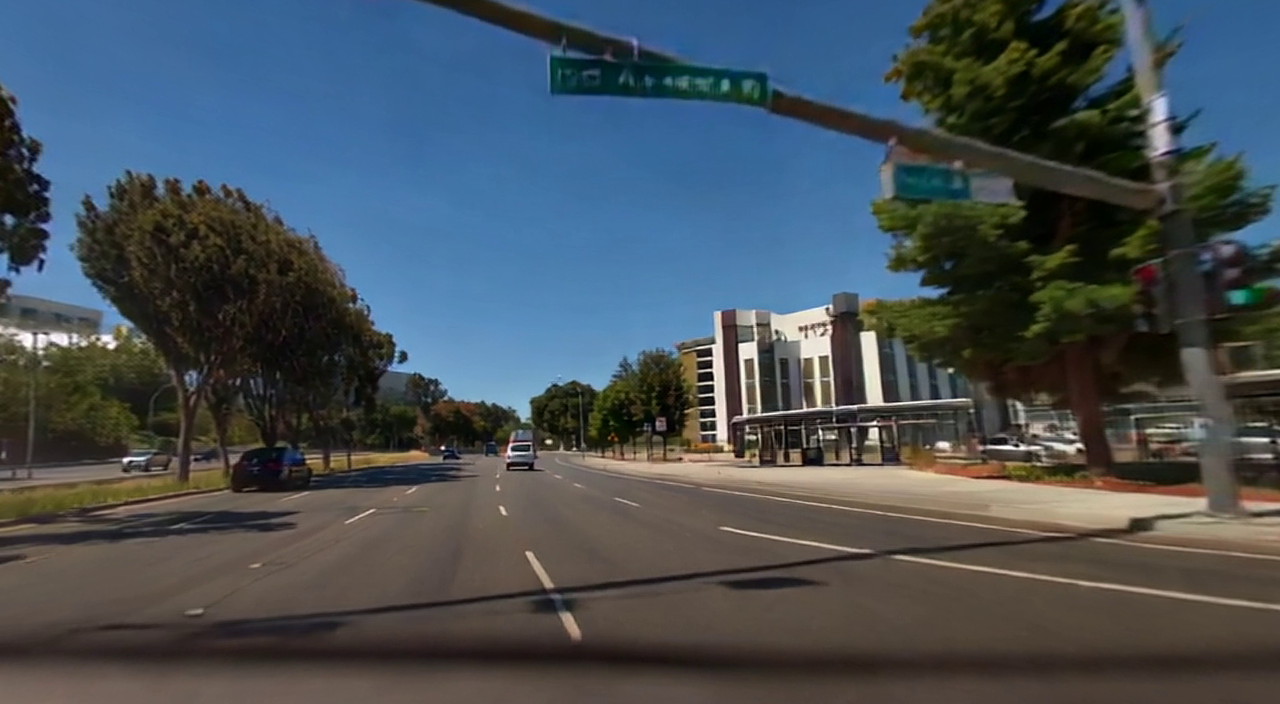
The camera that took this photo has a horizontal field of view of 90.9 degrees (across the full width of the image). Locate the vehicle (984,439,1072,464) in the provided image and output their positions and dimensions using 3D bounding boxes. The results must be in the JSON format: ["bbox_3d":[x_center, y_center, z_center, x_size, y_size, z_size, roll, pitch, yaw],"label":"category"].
[{"bbox_3d":[24.449,6.265,39.954,1.896,1.459,4.611,2,-9,-16],"label":"vehicle"}]

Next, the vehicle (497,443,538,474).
[{"bbox_3d":[-7.810,6.674,39.837,2.345,1.803,4.261,2,-9,-13],"label":"vehicle"}]

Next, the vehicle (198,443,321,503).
[{"bbox_3d":[-12.730,4.013,21.502,2.097,1.782,4.682,2,-9,-12],"label":"vehicle"}]

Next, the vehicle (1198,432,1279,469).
[{"bbox_3d":[28.267,4.378,28.235,1.796,1.445,4.535,-3,-8,-14],"label":"vehicle"}]

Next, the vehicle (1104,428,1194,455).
[{"bbox_3d":[34.732,6.157,43.203,1.884,1.717,4.338,3,-9,-17],"label":"vehicle"}]
